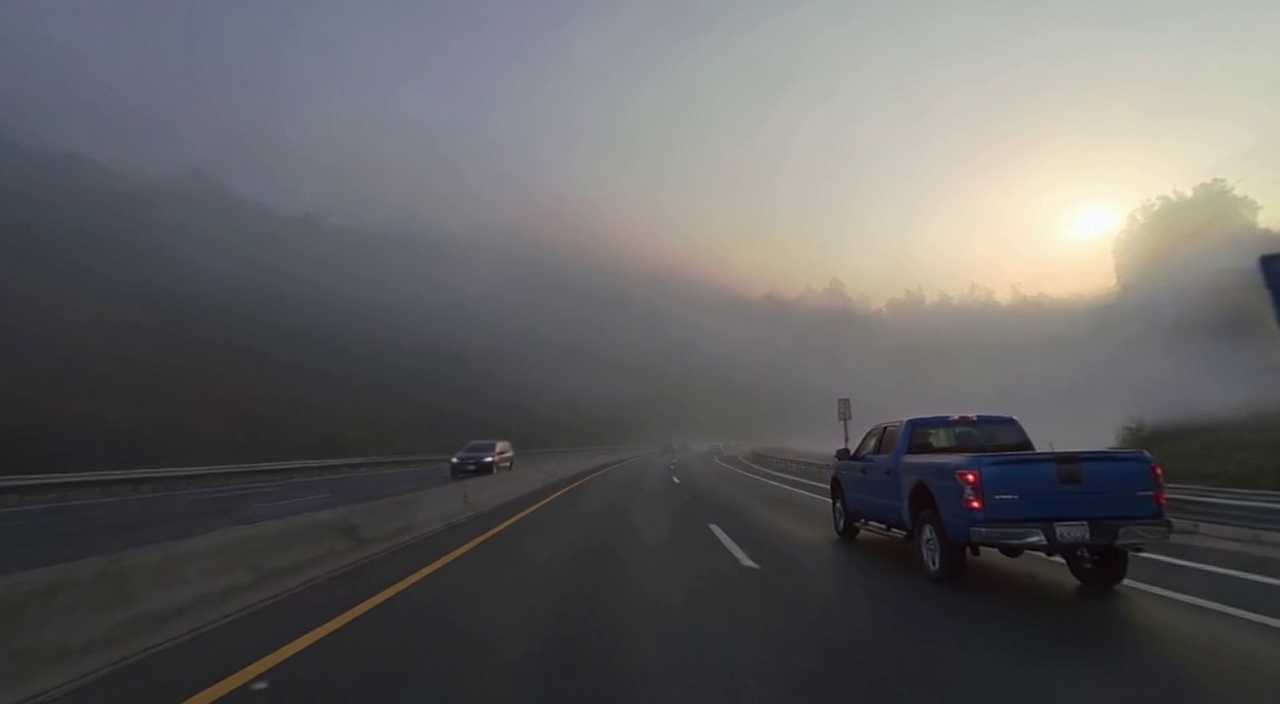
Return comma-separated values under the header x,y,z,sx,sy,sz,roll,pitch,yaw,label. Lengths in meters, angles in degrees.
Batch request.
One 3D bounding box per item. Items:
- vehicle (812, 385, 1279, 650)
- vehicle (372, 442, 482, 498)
x,y,z,sx,sy,sz,roll,pitch,yaw,label
3.545,1.450,6.620,2.151,1.744,4.709,0,-9,0,vehicle
-7.659,4.253,23.331,2.162,1.816,4.951,-1,-9,2,vehicle
